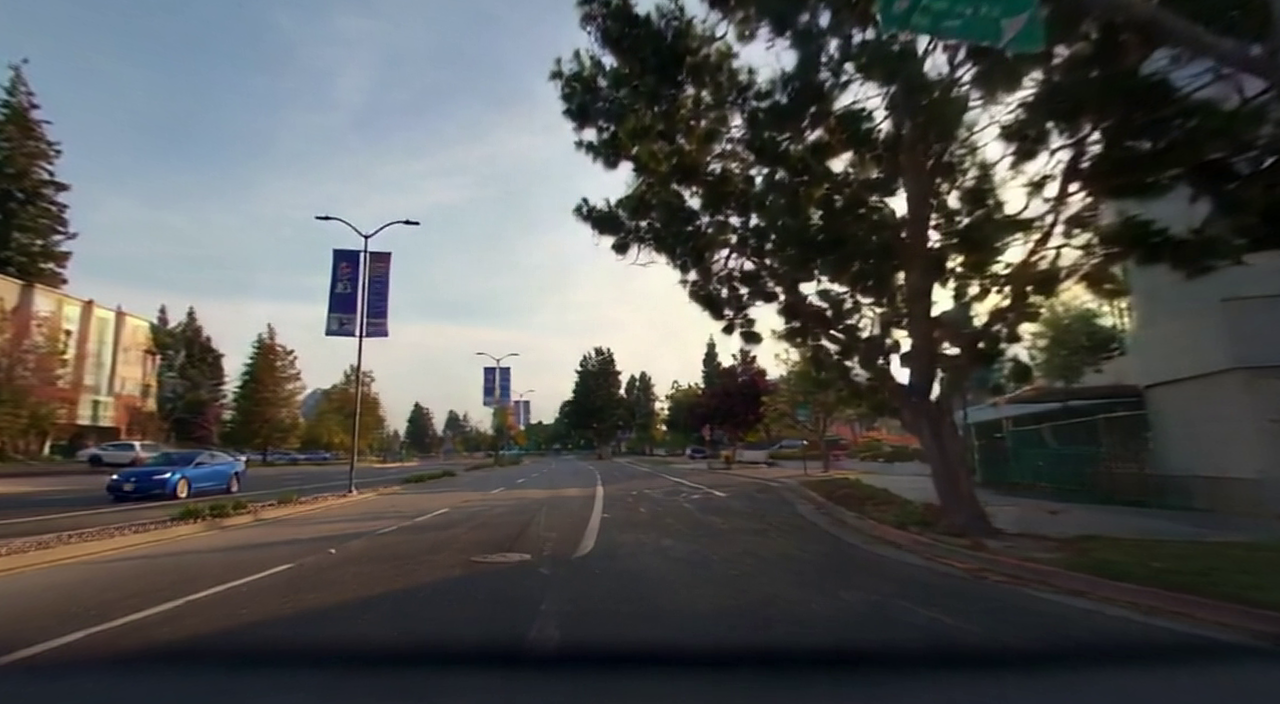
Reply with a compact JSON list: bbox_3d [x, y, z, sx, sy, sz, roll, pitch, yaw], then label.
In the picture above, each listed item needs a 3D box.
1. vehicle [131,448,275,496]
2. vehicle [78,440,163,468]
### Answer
[{"bbox_3d":[-15.921,4.349,23.408,2.152,1.521,4.767,0,-8,-4],"label":"vehicle"},{"bbox_3d":[-39.892,7.823,48.642,4.579,1.962,2.161,2,-8,-25],"label":"vehicle"}]
